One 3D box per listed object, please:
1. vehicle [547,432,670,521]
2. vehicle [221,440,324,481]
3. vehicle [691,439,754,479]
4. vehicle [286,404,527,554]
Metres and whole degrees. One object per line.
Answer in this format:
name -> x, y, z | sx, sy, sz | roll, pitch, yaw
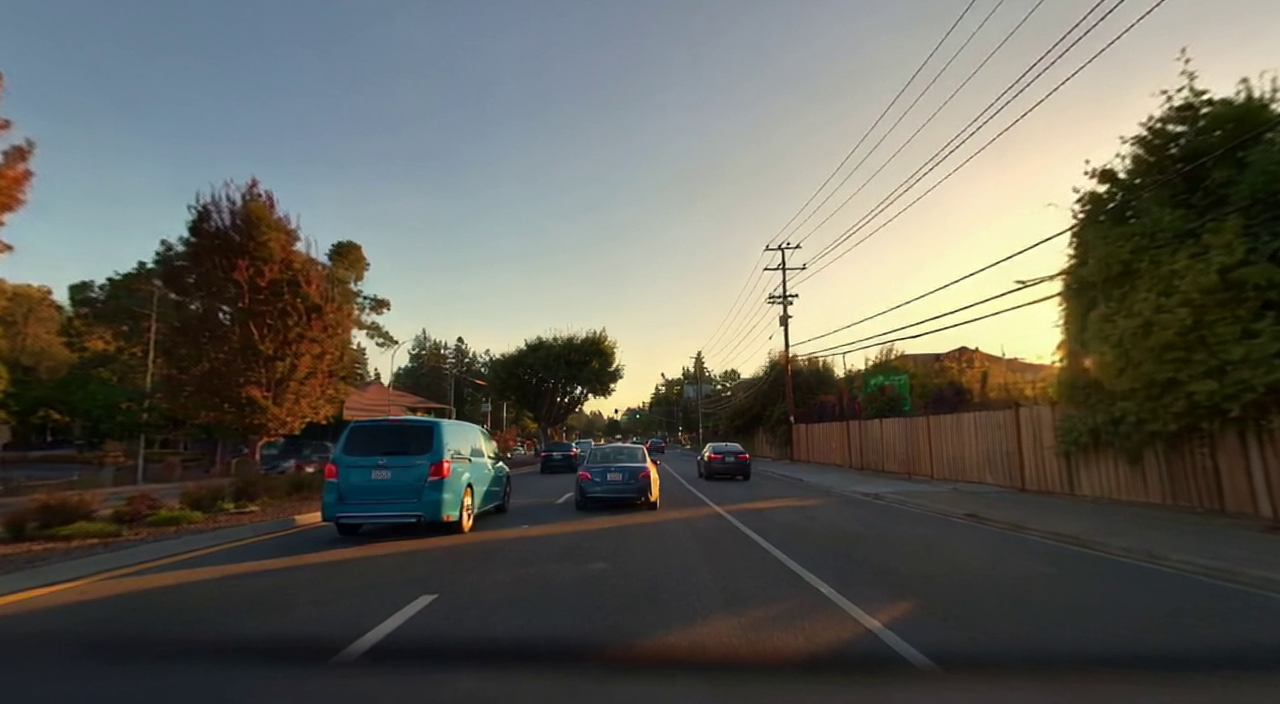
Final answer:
vehicle -> -0.547, 2.427, 12.776 | 2.097, 1.511, 3.809 | 0, -9, 0
vehicle -> -17.208, 5.085, 29.897 | 2.029, 1.790, 4.668 | 0, -9, 0
vehicle -> 3.249, 4.321, 25.802 | 1.878, 1.479, 4.461 | 0, -9, -1
vehicle -> -3.321, 1.925, 10.259 | 2.092, 1.839, 4.736 | 0, -9, 0
